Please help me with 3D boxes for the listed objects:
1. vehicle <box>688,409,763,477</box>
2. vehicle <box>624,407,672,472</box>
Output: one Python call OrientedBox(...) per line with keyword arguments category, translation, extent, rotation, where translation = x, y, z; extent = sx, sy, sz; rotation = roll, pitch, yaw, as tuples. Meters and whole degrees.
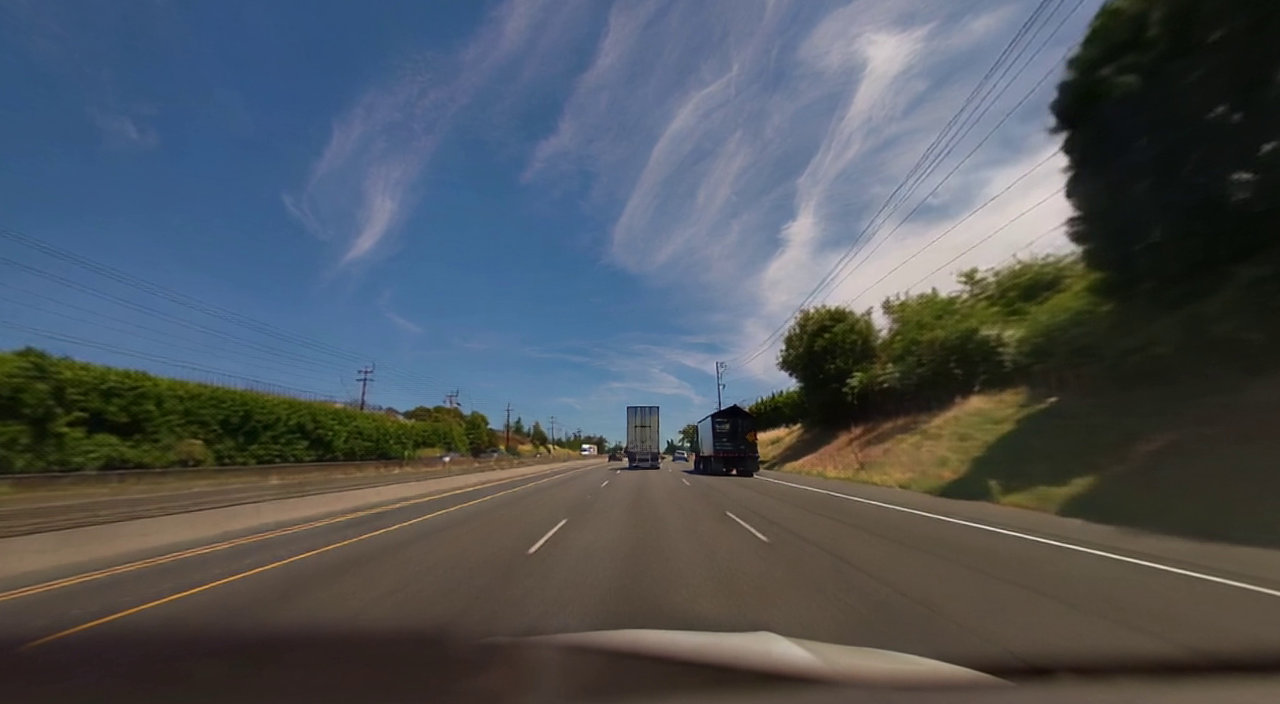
OrientedBox(category="vehicle", translation=(4.621, 5.235, 35.962), extent=(2.938, 3.378, 8.820), rotation=(0, -9, -1))
OrientedBox(category="vehicle", translation=(0.587, 6.581, 46.627), extent=(2.997, 4.076, 13.224), rotation=(0, -9, 1))
